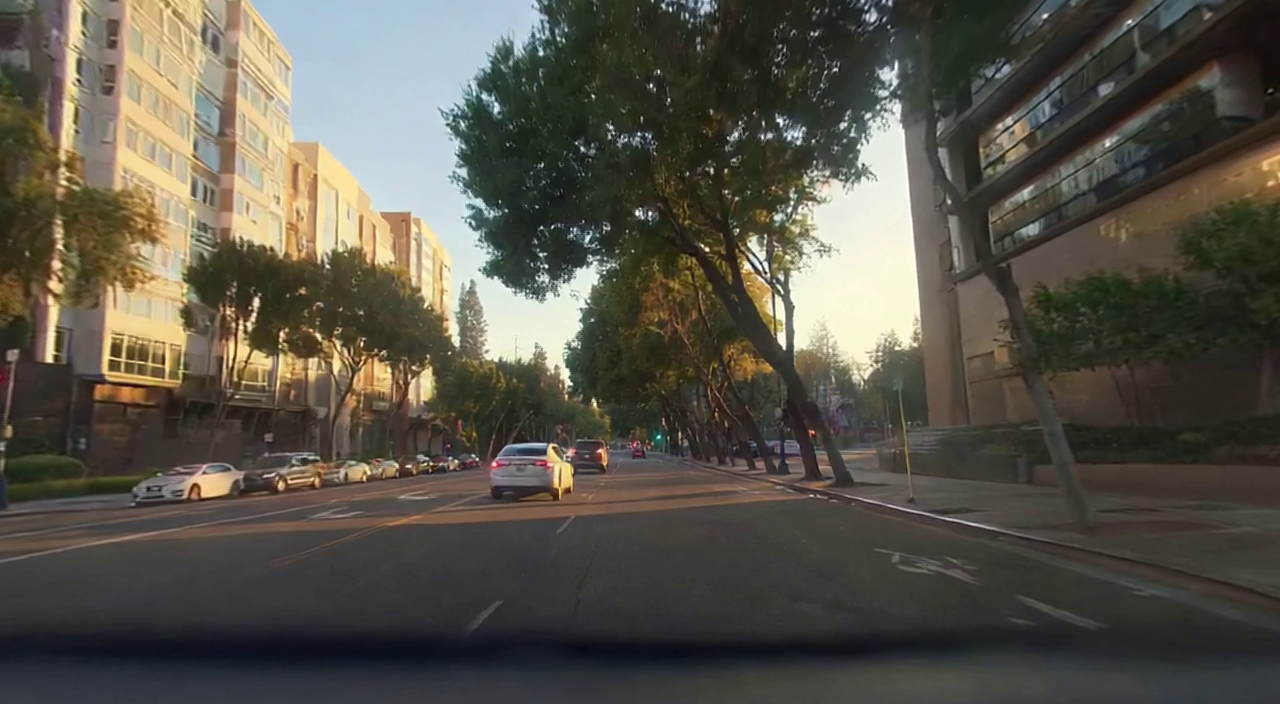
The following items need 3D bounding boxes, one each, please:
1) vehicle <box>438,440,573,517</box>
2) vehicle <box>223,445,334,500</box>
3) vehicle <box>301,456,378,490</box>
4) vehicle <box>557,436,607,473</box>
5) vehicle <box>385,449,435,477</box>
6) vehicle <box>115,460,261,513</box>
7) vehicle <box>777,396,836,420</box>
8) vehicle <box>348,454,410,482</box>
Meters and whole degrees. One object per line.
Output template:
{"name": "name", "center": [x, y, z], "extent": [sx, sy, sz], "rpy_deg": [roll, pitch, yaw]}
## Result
{"name": "vehicle", "center": [-2.790, 2.722, 14.153], "extent": [2.051, 1.454, 4.132], "rpy_deg": [0, -8, 1]}
{"name": "vehicle", "center": [-15.489, 5.152, 27.458], "extent": [2.129, 1.967, 4.907], "rpy_deg": [-4, -9, -3]}
{"name": "vehicle", "center": [-15.504, 6.219, 32.858], "extent": [1.942, 1.431, 4.553], "rpy_deg": [-5, -9, -3]}
{"name": "vehicle", "center": [-3.021, 5.475, 33.934], "extent": [2.190, 1.840, 4.720], "rpy_deg": [0, -8, 1]}
{"name": "vehicle", "center": [-15.892, 7.673, 43.852], "extent": [1.897, 1.805, 4.538], "rpy_deg": [0, -8, -2]}
{"name": "vehicle", "center": [-15.588, 4.614, 22.167], "extent": [1.775, 1.461, 4.433], "rpy_deg": [-4, -9, 2]}
{"name": "vehicle", "center": [12.069, 4.072, 45.941], "extent": [3.827, 1.556, 1.730], "rpy_deg": [-1, -8, 0]}
{"name": "vehicle", "center": [-15.659, 6.987, 38.186], "extent": [1.871, 1.485, 4.573], "rpy_deg": [0, -8, -1]}
